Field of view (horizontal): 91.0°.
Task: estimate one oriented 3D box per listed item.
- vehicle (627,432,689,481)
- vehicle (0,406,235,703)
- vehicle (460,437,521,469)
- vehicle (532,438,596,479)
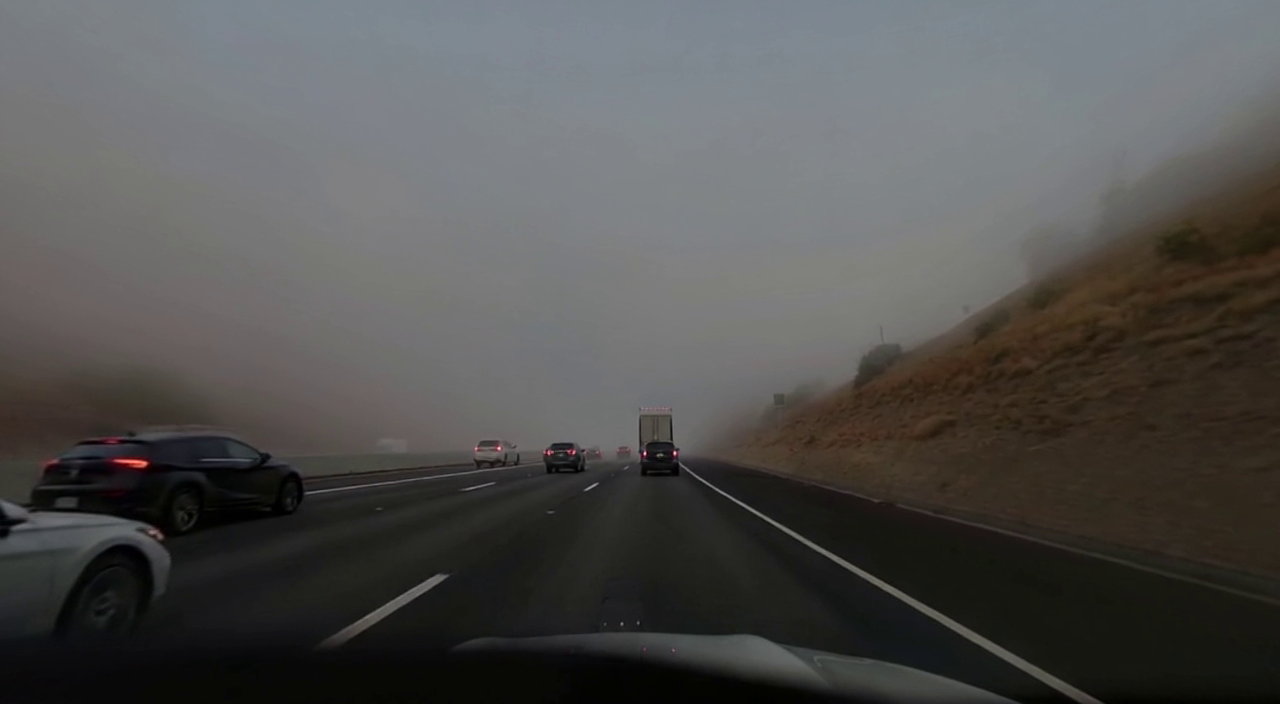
[{"bbox_3d":[0.711,4.238,25.720,2.281,1.795,4.297,1,-9,1],"label":"vehicle"},{"bbox_3d":[-3.870,0.863,2.121,1.943,1.468,4.547,1,-9,0],"label":"vehicle"},{"bbox_3d":[-10.251,6.971,43.791,2.421,2.025,6.236,0,-9,2],"label":"vehicle"},{"bbox_3d":[-3.336,4.777,28.479,2.155,1.661,4.477,0,-9,2],"label":"vehicle"}]
